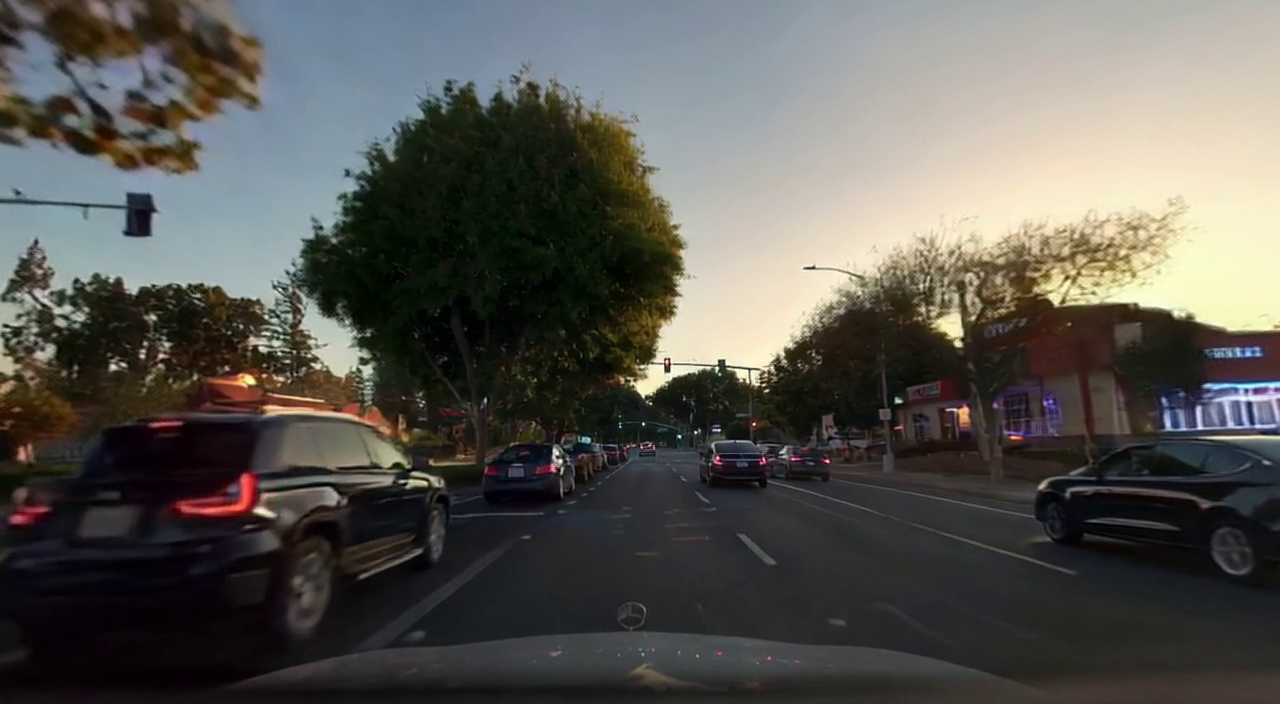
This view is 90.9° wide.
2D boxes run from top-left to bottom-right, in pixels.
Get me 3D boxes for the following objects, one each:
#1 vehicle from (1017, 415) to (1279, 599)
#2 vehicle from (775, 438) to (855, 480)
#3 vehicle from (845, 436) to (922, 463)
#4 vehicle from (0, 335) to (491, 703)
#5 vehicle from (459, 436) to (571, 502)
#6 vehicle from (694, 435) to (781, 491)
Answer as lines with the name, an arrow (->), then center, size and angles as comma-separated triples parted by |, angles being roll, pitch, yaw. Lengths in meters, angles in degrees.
vehicle -> 6.347, 1.498, 6.610 | 1.881, 1.540, 4.750 | 0, -9, 1
vehicle -> 7.090, 4.385, 26.124 | 2.070, 1.547, 4.941 | -1, -9, 3
vehicle -> 15.595, 6.227, 40.292 | 4.337, 1.614, 2.043 | 4, -9, -24
vehicle -> -2.822, 1.142, 5.177 | 2.117, 1.799, 4.442 | 0, -9, 0
vehicle -> -3.023, 2.938, 16.274 | 1.952, 1.457, 4.372 | 0, -9, 1
vehicle -> 2.890, 3.399, 19.624 | 2.004, 1.512, 4.206 | 0, -9, 0
